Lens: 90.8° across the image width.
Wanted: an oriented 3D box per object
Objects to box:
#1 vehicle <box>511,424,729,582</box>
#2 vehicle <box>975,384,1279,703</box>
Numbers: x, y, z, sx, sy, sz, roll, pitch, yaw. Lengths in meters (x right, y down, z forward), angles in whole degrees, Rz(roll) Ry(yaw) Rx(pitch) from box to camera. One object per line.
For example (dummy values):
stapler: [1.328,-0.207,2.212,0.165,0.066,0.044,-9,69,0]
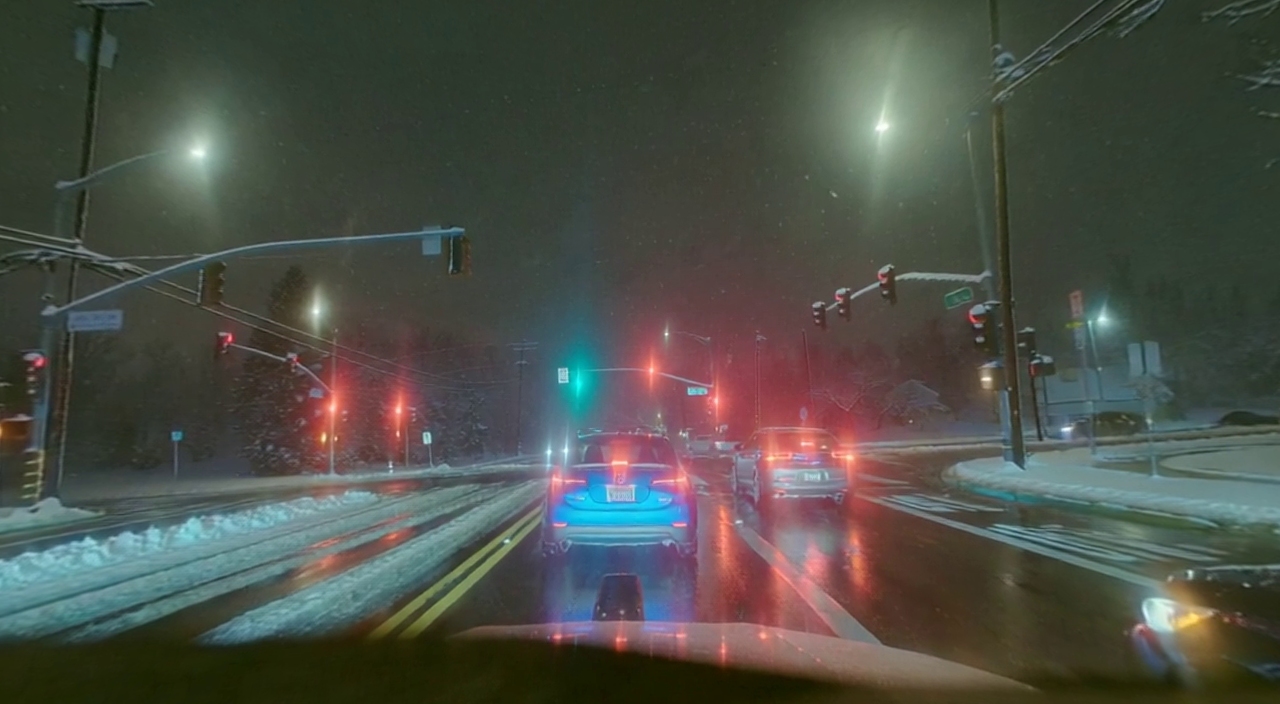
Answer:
vehicle: [-0.224,1.750,8.173,2.061,1.485,4.196,0,-8,-1]
vehicle: [2.927,0.835,1.834,1.860,1.494,3.707,0,-8,0]
